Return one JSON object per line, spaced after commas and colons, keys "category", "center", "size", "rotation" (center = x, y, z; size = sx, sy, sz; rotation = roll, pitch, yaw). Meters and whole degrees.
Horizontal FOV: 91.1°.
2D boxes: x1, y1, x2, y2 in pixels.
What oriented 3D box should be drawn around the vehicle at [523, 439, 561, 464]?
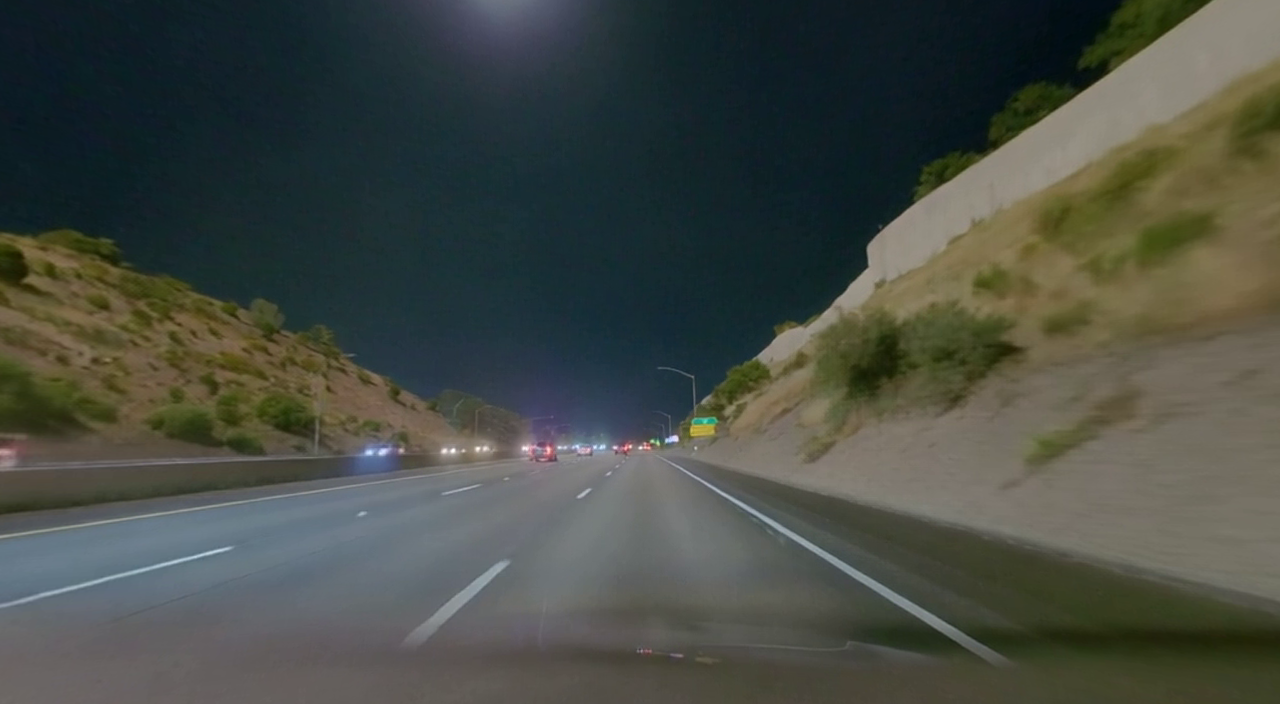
{"category": "vehicle", "center": [-6.785, 6.912, 43.865], "size": [1.972, 1.660, 4.254], "rotation": [0, -8, 1]}
